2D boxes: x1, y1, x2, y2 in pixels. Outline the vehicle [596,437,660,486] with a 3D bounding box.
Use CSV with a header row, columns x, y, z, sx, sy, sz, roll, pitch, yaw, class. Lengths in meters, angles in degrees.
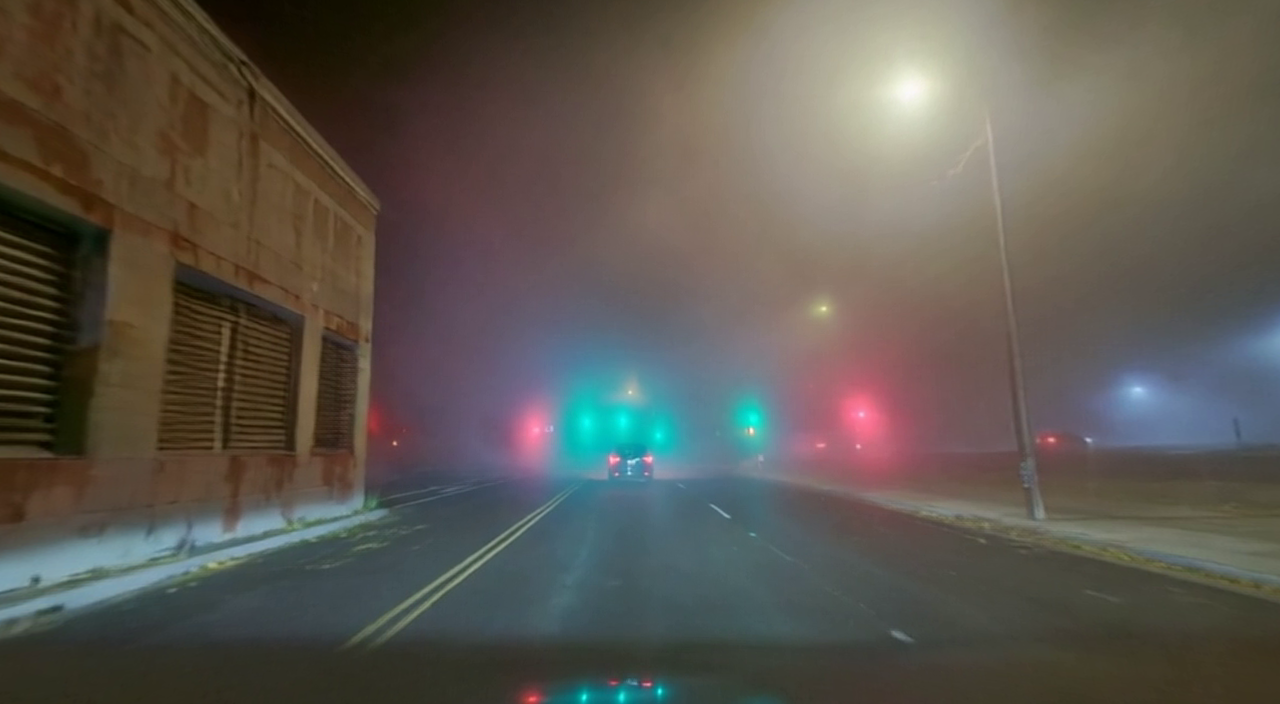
x,y,z,sx,sy,sz,roll,pitch,yaw,class
-0.459,4.132,24.158,2.218,1.657,4.551,0,-9,-1,vehicle
